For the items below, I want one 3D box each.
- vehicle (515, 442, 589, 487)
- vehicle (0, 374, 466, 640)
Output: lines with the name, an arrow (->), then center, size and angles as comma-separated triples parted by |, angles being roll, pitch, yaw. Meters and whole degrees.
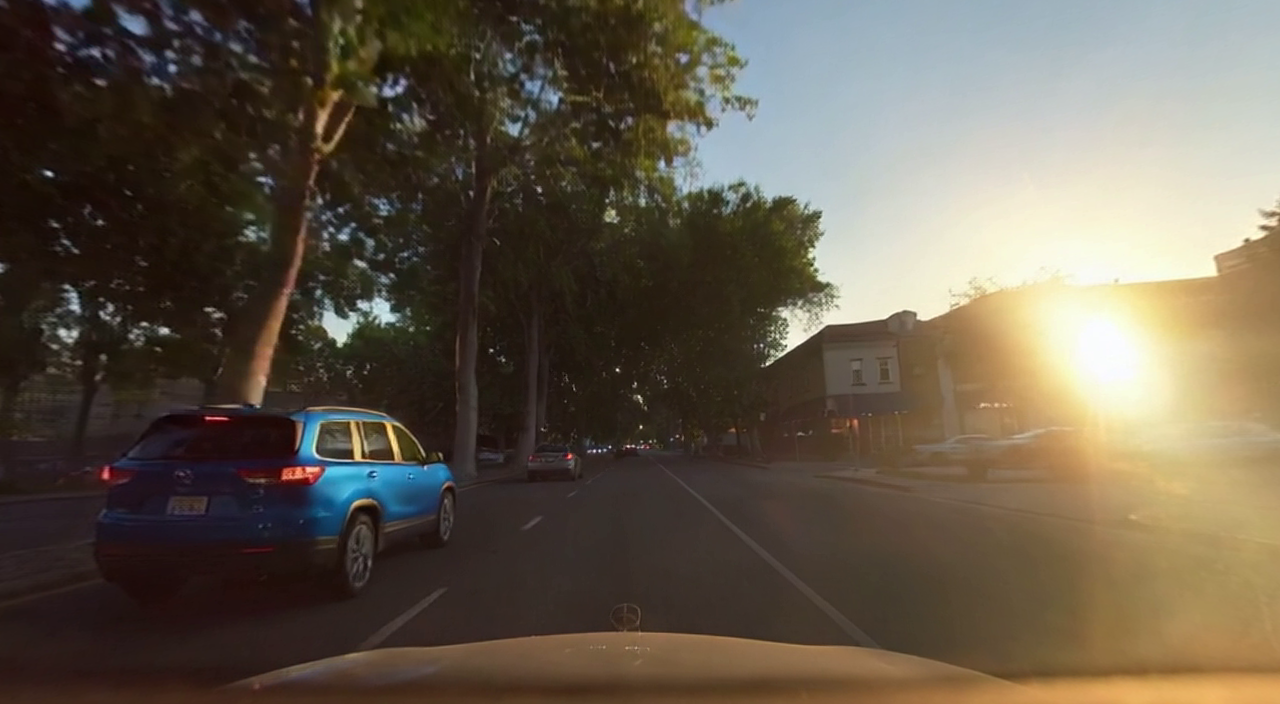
vehicle -> -3.131, 4.092, 23.415 | 2.069, 1.470, 4.601 | -1, -9, 0
vehicle -> -3.451, 1.393, 6.625 | 2.042, 1.817, 4.364 | 0, -9, -1
